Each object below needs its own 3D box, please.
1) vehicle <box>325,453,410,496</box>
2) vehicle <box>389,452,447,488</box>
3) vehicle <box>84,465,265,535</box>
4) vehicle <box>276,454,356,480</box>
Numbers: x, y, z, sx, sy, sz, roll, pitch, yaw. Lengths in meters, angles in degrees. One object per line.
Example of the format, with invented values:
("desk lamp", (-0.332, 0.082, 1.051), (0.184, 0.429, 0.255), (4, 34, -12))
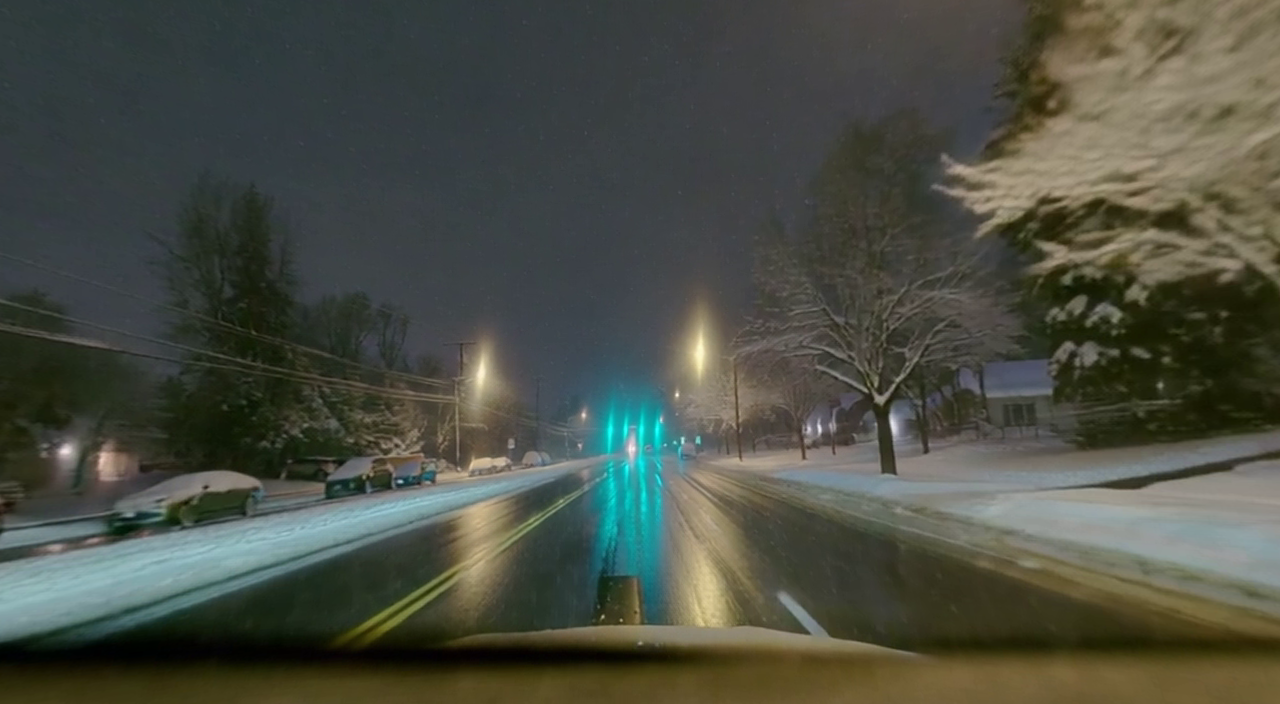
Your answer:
("vehicle", (-12.814, 5.748, 30.072), (1.882, 1.775, 4.904), (0, -9, 0))
("vehicle", (-12.530, 6.660, 35.878), (1.882, 1.727, 3.945), (-3, -8, 1))
("vehicle", (-12.825, 4.049, 17.828), (1.833, 1.464, 4.292), (-4, -8, 1))
("vehicle", (-21.581, 7.684, 42.196), (4.284, 1.621, 1.938), (0, -9, 1))
